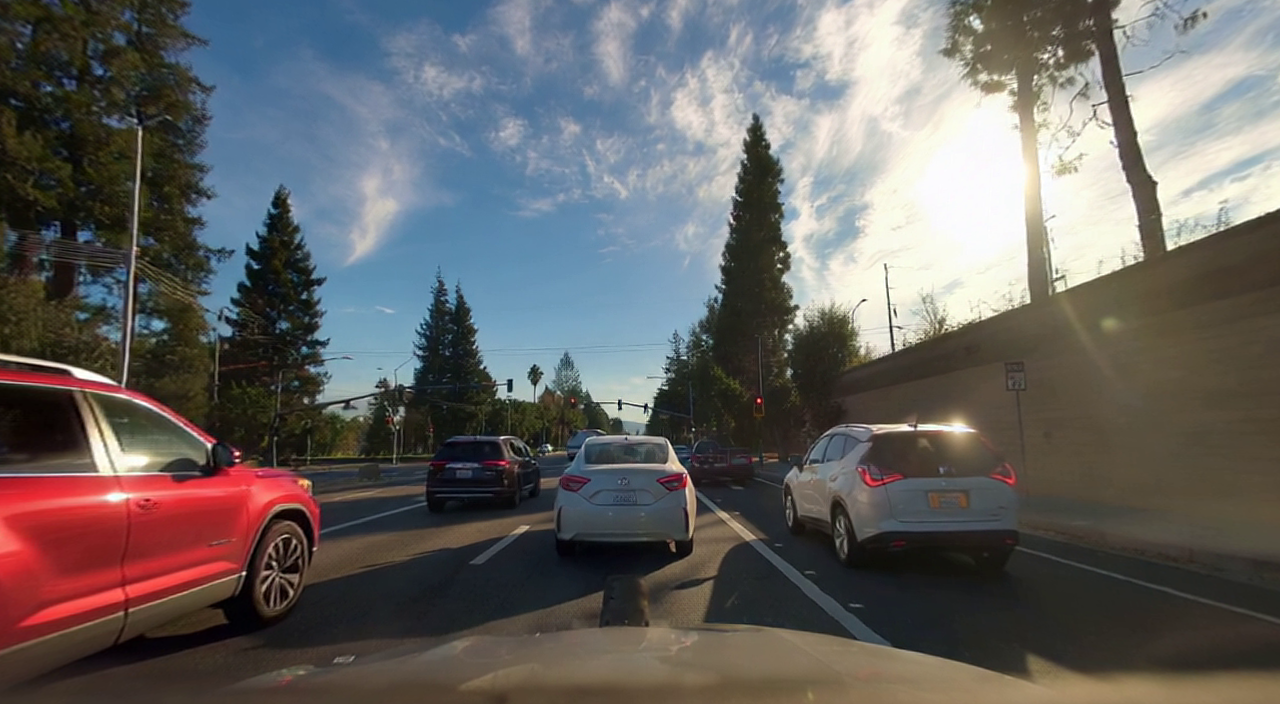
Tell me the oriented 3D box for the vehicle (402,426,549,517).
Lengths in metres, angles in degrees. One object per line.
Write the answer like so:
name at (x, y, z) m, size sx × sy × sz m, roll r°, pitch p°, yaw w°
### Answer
vehicle at (-3.529, 2.664, 14.596) m, size 2.067 × 1.759 × 4.631 m, roll 0°, pitch -8°, yaw 1°

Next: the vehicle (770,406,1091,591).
vehicle at (3.144, 1.677, 8.060) m, size 2.029 × 1.702 × 4.281 m, roll 0°, pitch -8°, yaw 0°

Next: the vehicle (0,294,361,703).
vehicle at (-3.522, 0.863, 3.271) m, size 2.070 × 1.913 × 4.450 m, roll 0°, pitch -8°, yaw 0°

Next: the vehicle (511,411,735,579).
vehicle at (-0.140, 1.735, 8.388) m, size 2.245 × 1.677 × 3.913 m, roll 0°, pitch -8°, yaw 1°
